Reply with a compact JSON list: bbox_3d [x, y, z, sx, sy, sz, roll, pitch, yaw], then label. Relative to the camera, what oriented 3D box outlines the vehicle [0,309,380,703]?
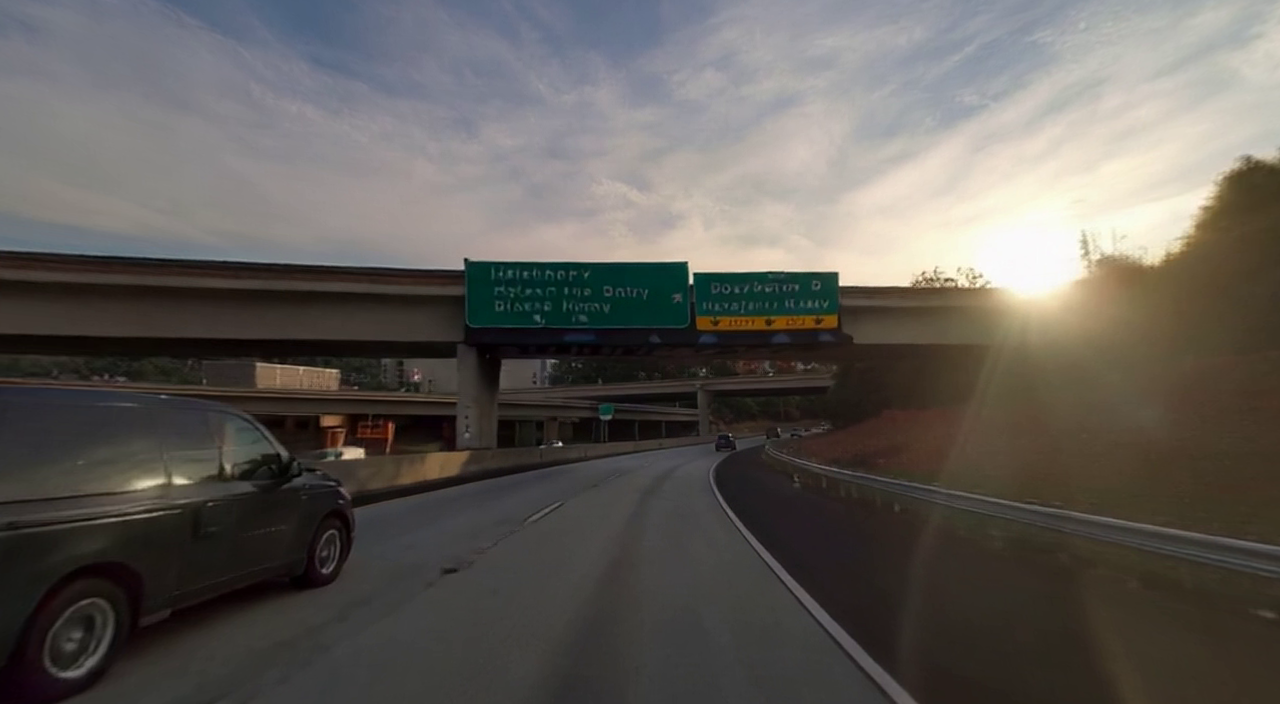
[{"bbox_3d":[-3.318,0.759,2.842,2.106,1.640,4.853,0,-8,1],"label":"vehicle"}]
